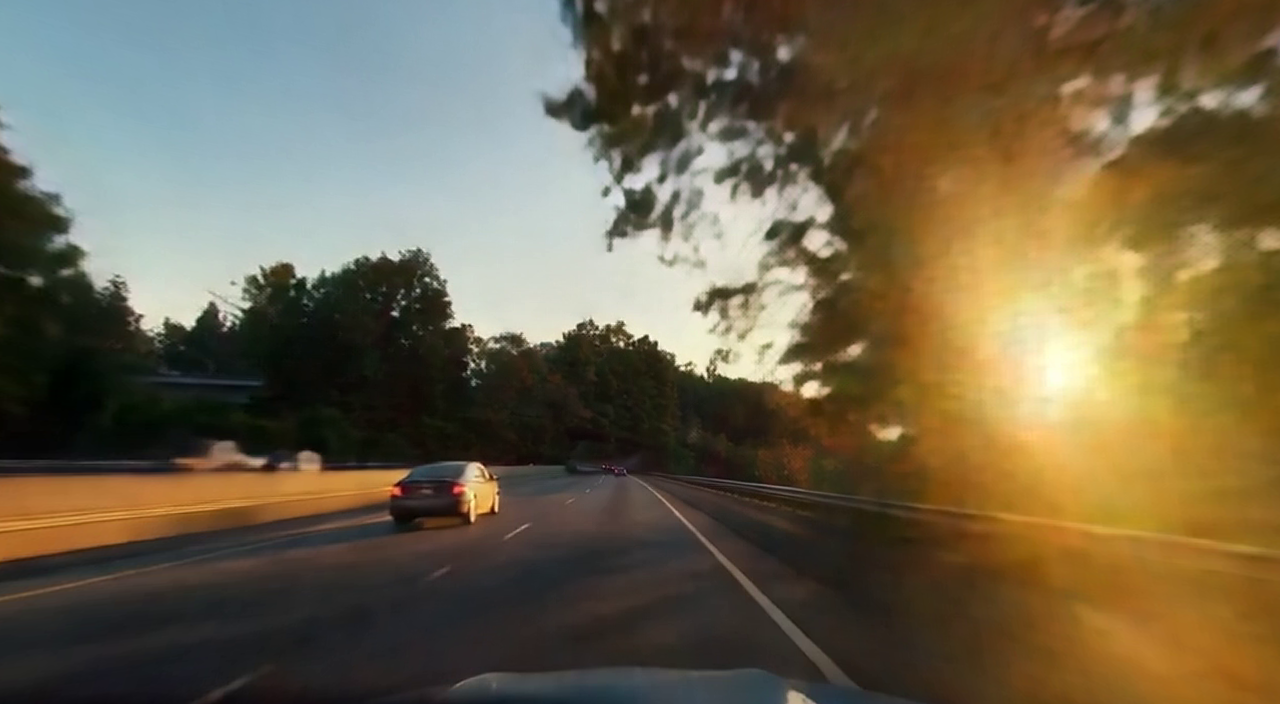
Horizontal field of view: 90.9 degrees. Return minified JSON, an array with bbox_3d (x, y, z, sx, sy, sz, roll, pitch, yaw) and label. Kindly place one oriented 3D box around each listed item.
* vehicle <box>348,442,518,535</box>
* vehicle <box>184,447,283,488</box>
[{"bbox_3d":[-4.495,3.119,14.767,2.286,1.757,5.057,1,-11,0],"label":"vehicle"},{"bbox_3d":[-17.237,4.954,26.939,1.735,1.581,3.830,1,-11,-2],"label":"vehicle"}]
